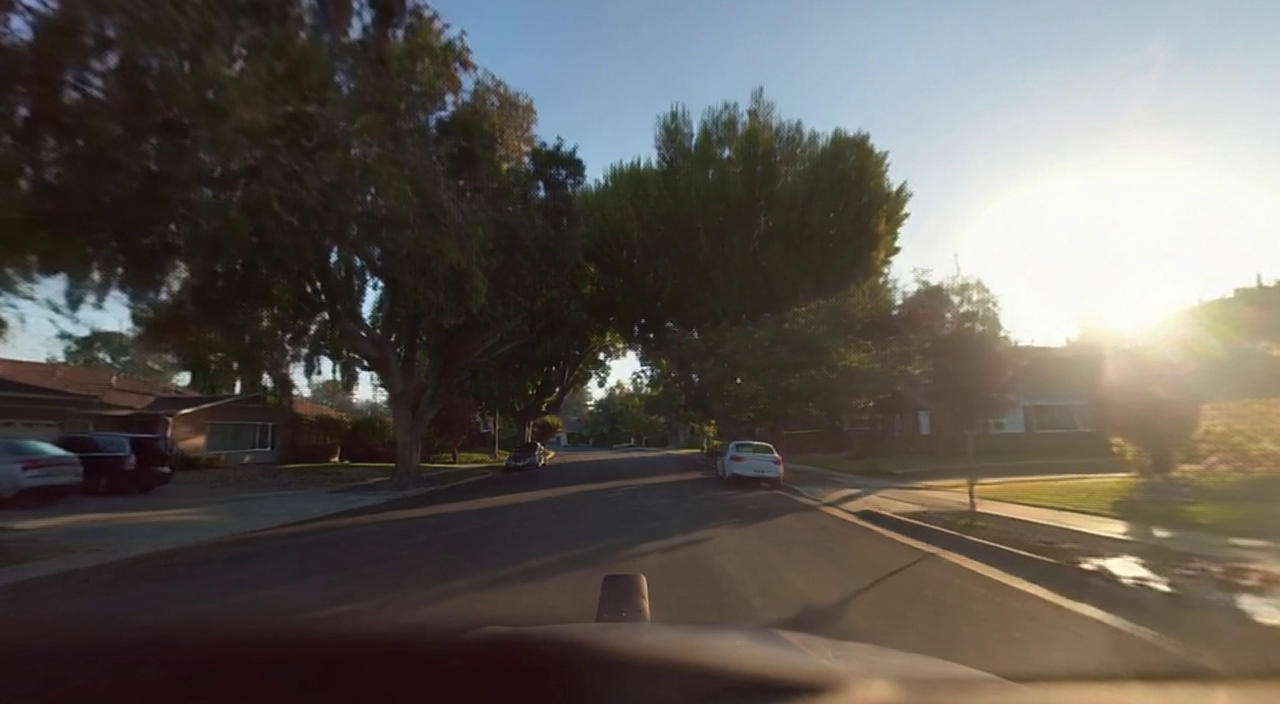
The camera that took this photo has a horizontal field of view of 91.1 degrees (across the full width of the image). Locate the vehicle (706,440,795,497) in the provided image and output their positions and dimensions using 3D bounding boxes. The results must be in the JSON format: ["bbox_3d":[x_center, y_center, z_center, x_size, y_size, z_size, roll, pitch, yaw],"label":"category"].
[{"bbox_3d":[3.099,3.350,18.672,2.088,1.429,4.796,-1,-8,4],"label":"vehicle"}]

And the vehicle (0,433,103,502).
[{"bbox_3d":[-15.666,2.687,14.891,4.344,1.483,1.928,-1,-8,8],"label":"vehicle"}]

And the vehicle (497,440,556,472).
[{"bbox_3d":[-5.996,5.612,33.700,1.943,1.433,4.717,-6,-11,4],"label":"vehicle"}]
